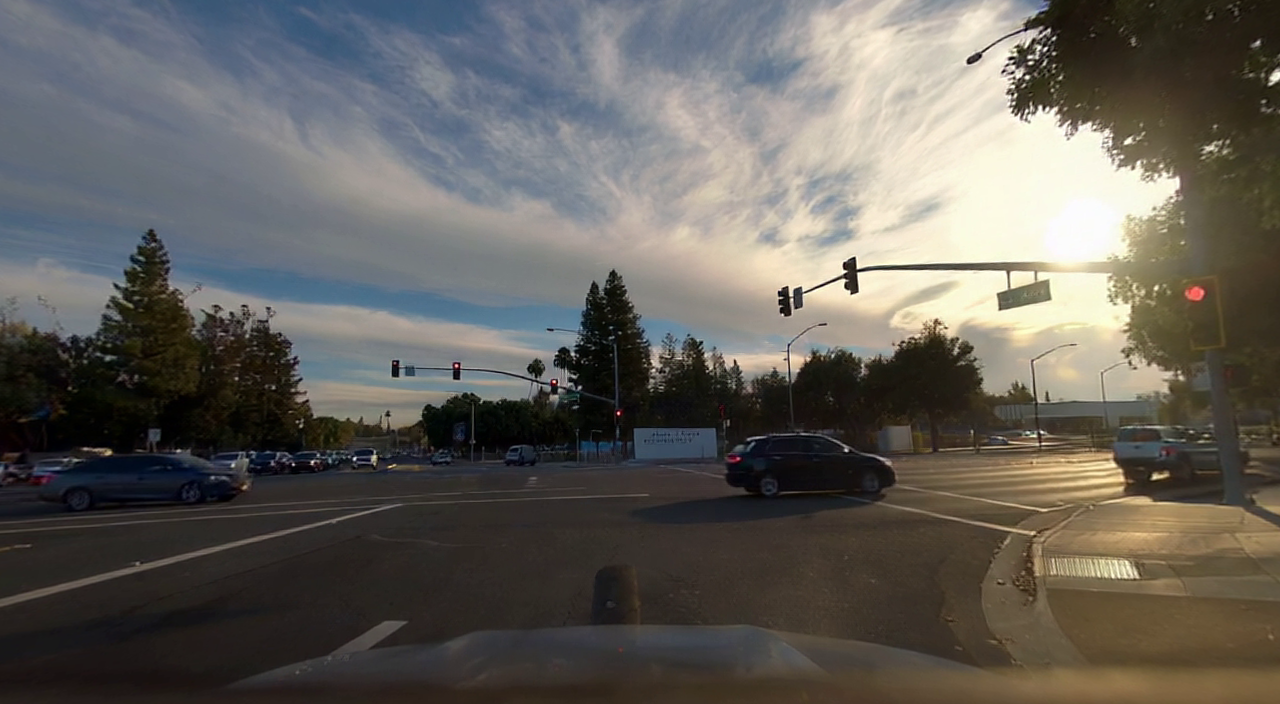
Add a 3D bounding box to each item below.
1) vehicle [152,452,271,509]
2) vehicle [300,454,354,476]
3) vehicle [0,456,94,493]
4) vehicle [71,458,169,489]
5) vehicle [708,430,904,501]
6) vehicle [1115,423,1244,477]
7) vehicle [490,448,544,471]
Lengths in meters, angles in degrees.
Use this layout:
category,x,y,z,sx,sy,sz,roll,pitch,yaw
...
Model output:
category,x,y,z,sx,sy,sz,roll,pitch,yaw
vehicle,-13.185,3.827,19.305,4.728,1.471,1.957,-8,-12,43
vehicle,-22.515,8.140,45.671,1.999,1.468,4.702,1,-9,-8
vehicle,-31.188,6.260,32.652,2.142,1.723,4.692,1,-9,-9
vehicle,-28.379,6.622,34.692,1.965,1.448,4.553,1,-9,-8
vehicle,3.997,2.802,15.766,4.281,1.621,1.903,0,-9,-3
vehicle,19.601,3.549,22.909,4.619,1.759,2.101,5,-10,-32
vehicle,-8.474,7.416,43.968,1.989,1.496,4.211,-3,-9,15
